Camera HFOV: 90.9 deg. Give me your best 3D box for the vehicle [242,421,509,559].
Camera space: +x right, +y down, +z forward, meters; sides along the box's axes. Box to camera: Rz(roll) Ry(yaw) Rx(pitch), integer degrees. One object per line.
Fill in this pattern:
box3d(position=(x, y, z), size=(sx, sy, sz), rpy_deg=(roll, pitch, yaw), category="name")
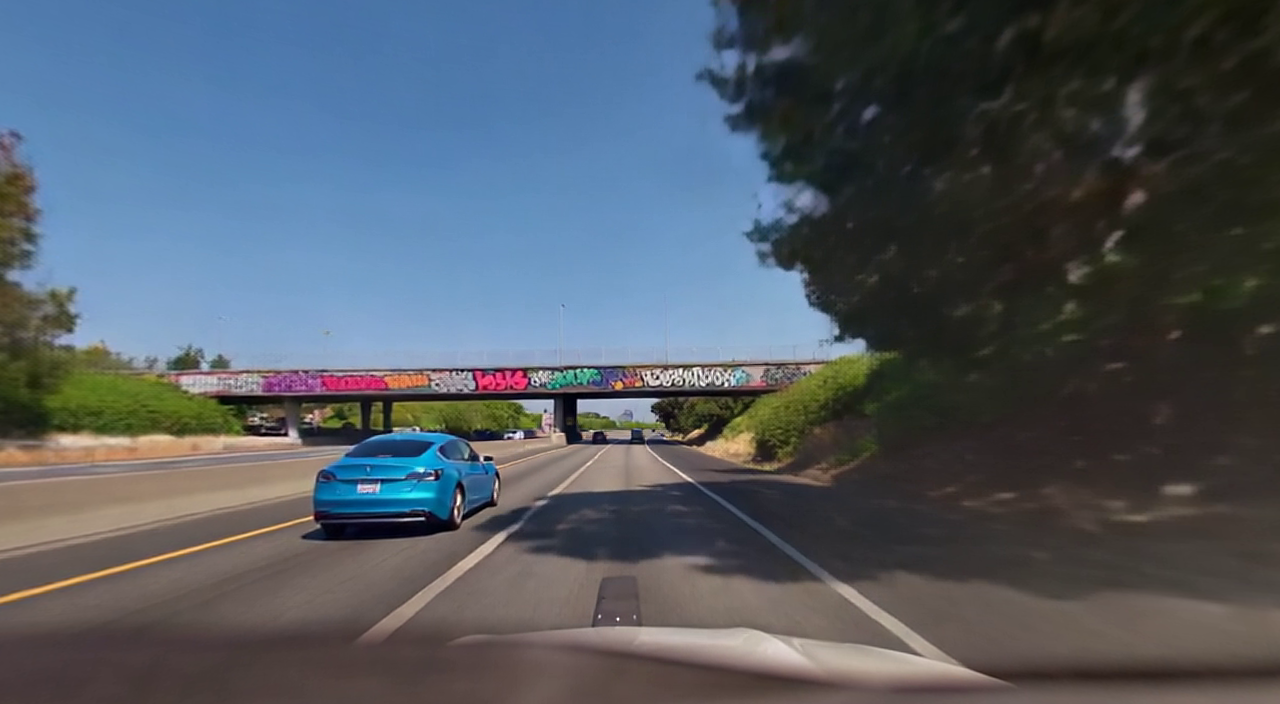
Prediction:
box3d(position=(-3.505, 1.899, 9.552), size=(2.108, 1.555, 4.574), rpy_deg=(0, -8, -1), category="vehicle")
